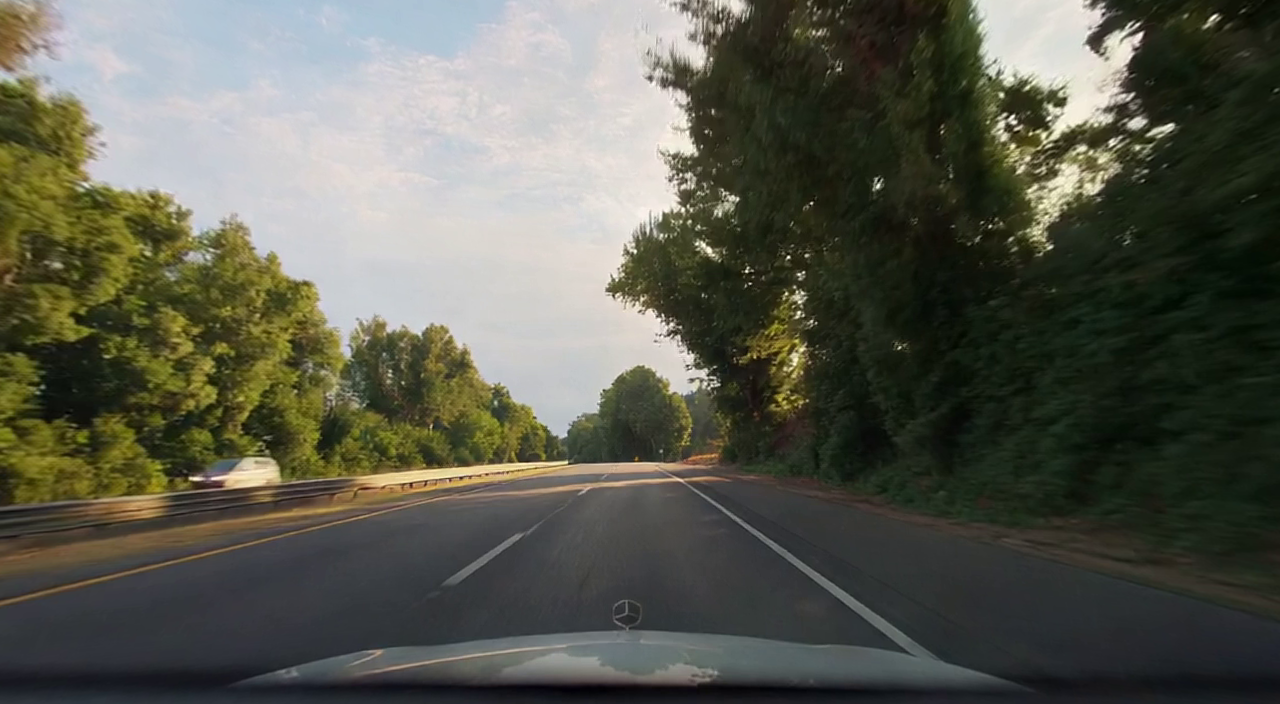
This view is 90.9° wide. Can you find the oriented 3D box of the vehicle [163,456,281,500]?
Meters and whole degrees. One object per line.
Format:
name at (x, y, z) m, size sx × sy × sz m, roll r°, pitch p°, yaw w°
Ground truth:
vehicle at (-17.502, 5.275, 26.694) m, size 1.952 × 1.622 × 4.412 m, roll 0°, pitch -9°, yaw 0°
